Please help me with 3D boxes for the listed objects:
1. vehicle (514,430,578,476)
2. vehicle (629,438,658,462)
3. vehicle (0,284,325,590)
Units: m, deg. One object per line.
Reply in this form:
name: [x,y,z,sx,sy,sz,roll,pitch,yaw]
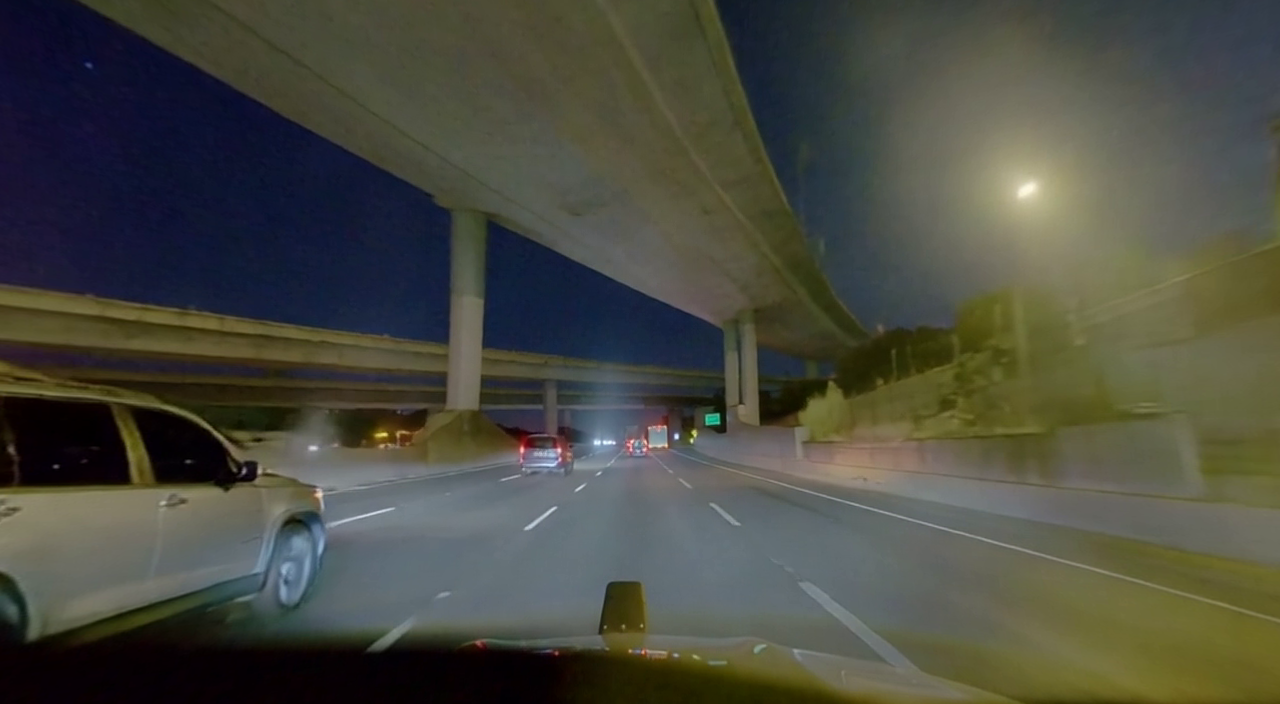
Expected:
vehicle: [-4.175,4.576,28.758,2.147,1.918,4.834,0,-8,0]
vehicle: [0.240,7.276,46.958,2.052,1.711,4.223,0,-8,-1]
vehicle: [-7.532,1.109,8.022,2.872,2.890,7.923,0,-8,0]
